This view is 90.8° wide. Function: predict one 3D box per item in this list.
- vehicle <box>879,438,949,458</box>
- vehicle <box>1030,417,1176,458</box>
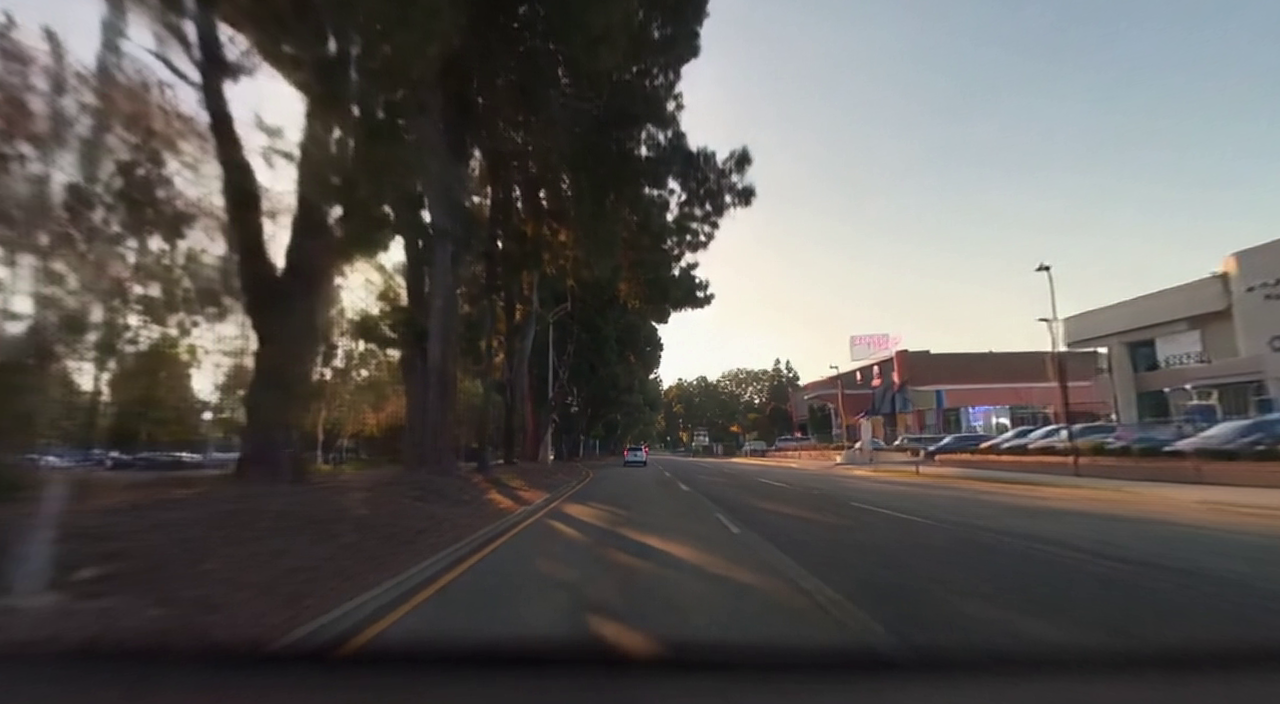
[{"bbox_3d":[20.713,7.266,47.832,4.396,1.450,1.956,-1,-8,3],"label":"vehicle"},{"bbox_3d":[20.180,3.773,27.756,4.586,1.668,2.113,-1,-8,6],"label":"vehicle"}]
